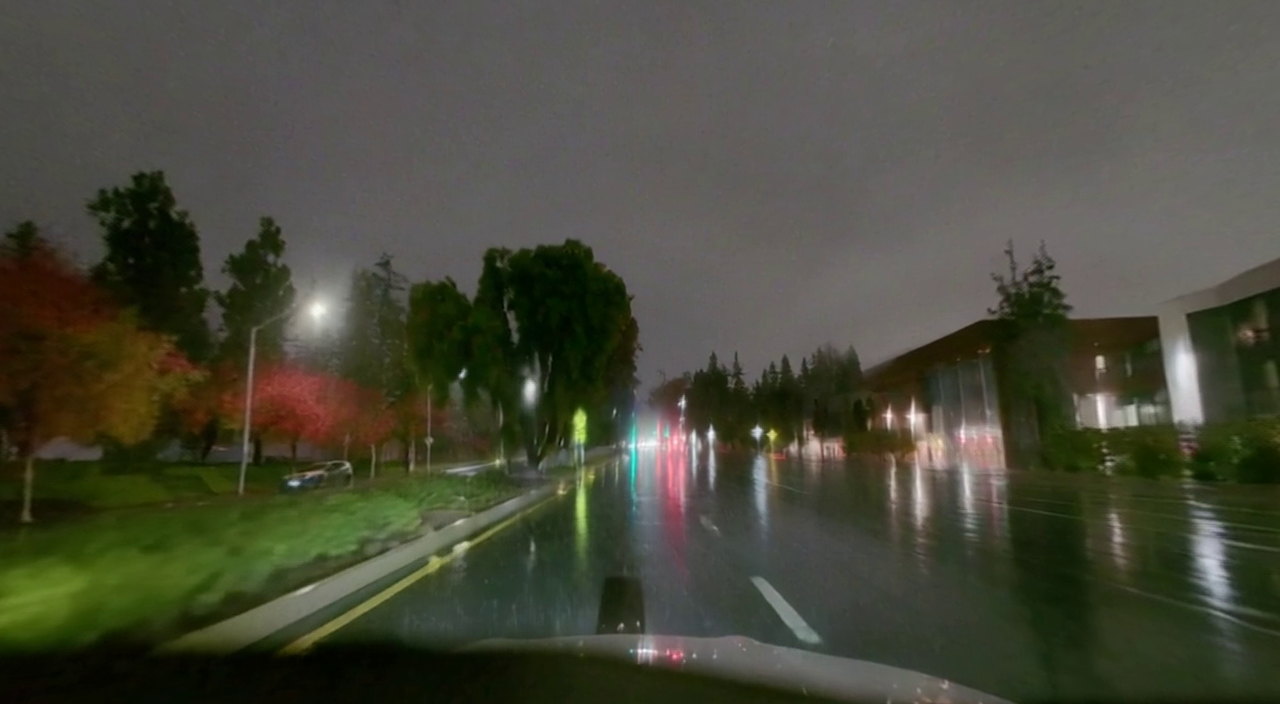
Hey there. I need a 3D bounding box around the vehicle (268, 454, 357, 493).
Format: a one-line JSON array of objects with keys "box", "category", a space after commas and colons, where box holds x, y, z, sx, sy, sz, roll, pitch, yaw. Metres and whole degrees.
[{"box": [-15.927, 5.904, 31.009, 1.975, 1.629, 4.491, 0, -8, 0], "category": "vehicle"}]
